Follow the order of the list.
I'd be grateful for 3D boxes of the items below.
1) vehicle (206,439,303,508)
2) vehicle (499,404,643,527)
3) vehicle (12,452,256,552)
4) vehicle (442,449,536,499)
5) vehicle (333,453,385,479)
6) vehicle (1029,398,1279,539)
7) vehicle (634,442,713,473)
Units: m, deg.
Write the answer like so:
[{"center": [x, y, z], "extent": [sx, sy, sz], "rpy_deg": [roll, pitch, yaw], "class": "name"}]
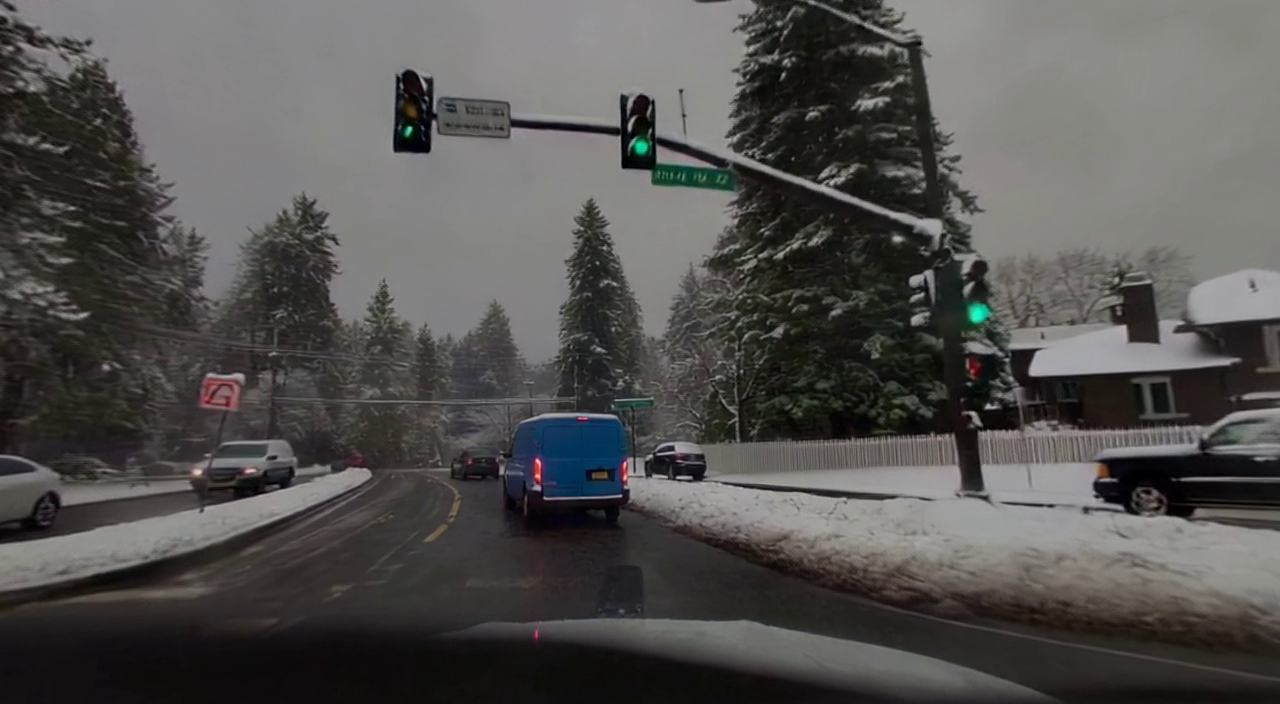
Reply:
[{"center": [-12.347, 3.767, 20.252], "extent": [2.228, 1.871, 5.492], "rpy_deg": [5, -10, -31], "class": "vehicle"}, {"center": [-1.697, 2.372, 13.642], "extent": [2.213, 2.124, 4.809], "rpy_deg": [2, -9, -17], "class": "vehicle"}, {"center": [-9.064, 2.633, 11.908], "extent": [1.952, 1.461, 4.377], "rpy_deg": [2, -9, -16], "class": "vehicle"}, {"center": [-5.082, 3.924, 20.819], "extent": [2.008, 1.445, 4.386], "rpy_deg": [4, -10, -26], "class": "vehicle"}, {"center": [-17.754, 7.141, 39.842], "extent": [1.911, 1.493, 4.291], "rpy_deg": [7, -11, -38], "class": "vehicle"}, {"center": [10.222, 1.842, 10.195], "extent": [2.514, 2.026, 6.104], "rpy_deg": [7, -11, -40], "class": "vehicle"}, {"center": [2.028, 6.285, 37.908], "extent": [4.559, 1.754, 1.985], "rpy_deg": [7, -11, -39], "class": "vehicle"}]
